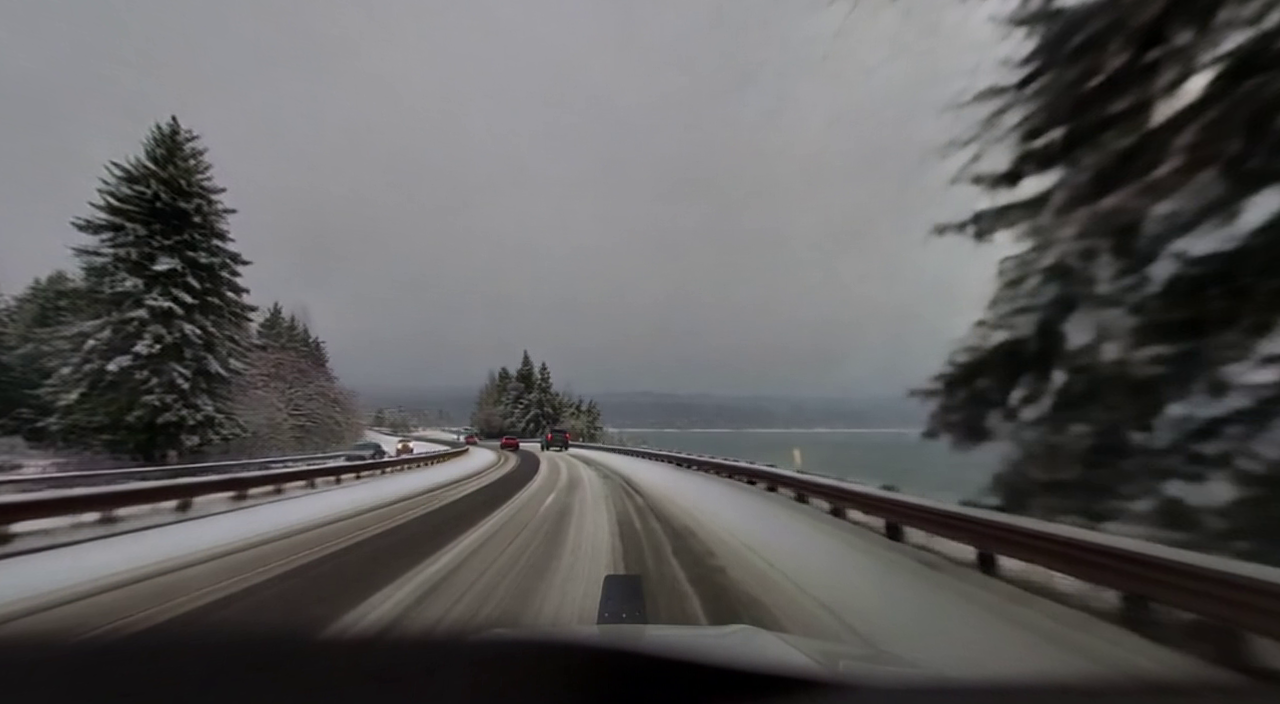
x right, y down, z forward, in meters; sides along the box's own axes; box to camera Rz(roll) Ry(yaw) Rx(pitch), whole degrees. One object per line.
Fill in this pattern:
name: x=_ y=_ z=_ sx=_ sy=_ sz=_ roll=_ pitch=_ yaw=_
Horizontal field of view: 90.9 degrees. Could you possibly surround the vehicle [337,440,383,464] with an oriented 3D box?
vehicle: x=-19.839 y=7.078 z=44.876 sx=1.929 sy=1.611 sz=4.479 roll=1 pitch=-8 yaw=-11
